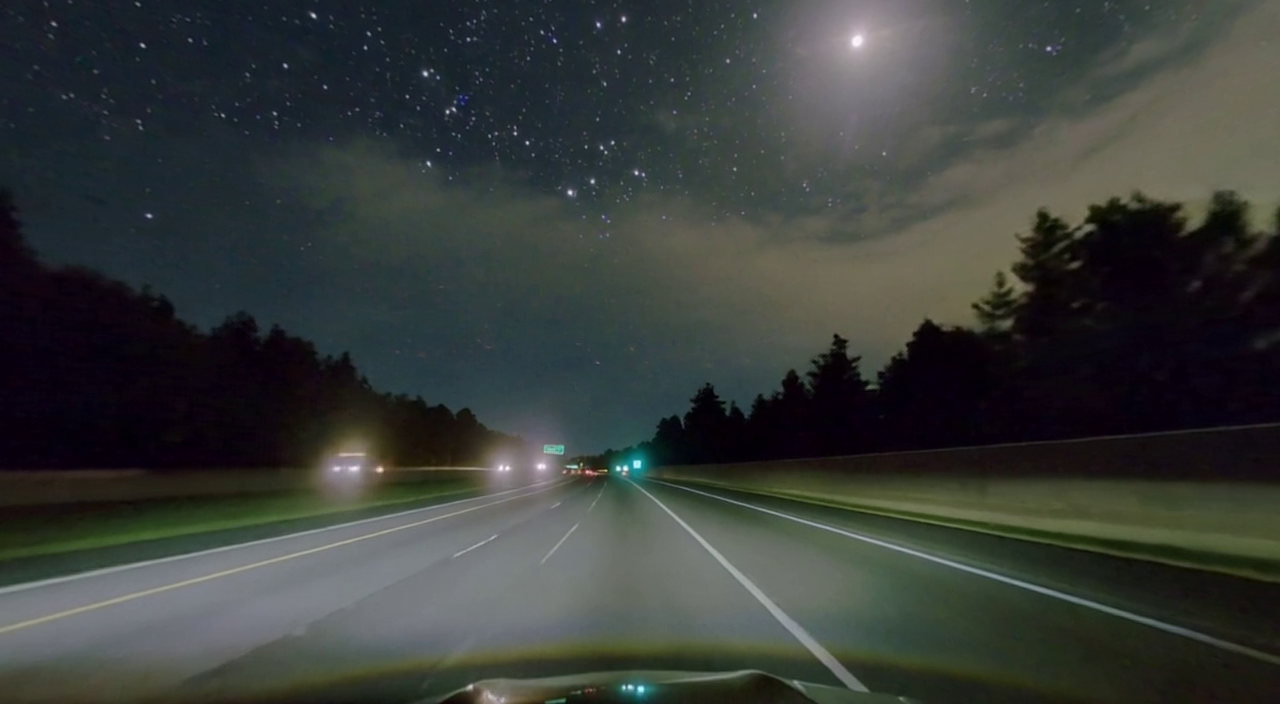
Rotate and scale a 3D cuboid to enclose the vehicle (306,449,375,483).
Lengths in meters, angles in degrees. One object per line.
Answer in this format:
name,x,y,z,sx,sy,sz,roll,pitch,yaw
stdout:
vehicle,-18.165,6.975,38.453,2.018,1.931,4.588,1,-11,-2
